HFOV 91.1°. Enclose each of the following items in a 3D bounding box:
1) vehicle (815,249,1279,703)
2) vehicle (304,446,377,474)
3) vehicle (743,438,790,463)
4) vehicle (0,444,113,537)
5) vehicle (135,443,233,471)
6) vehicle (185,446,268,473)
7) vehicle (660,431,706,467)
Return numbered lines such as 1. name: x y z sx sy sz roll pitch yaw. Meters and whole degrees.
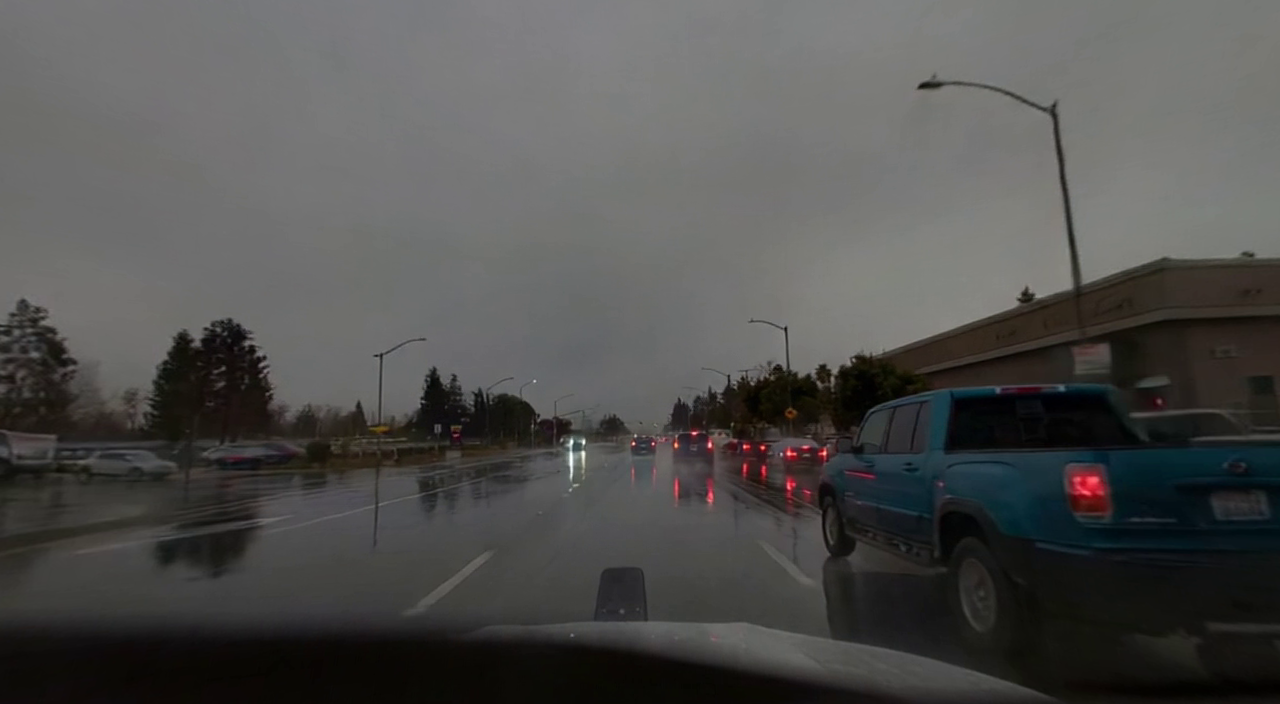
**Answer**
1. vehicle: 3.063 0.942 4.515 2.246 1.963 4.777 0 -8 0
2. vehicle: -17.147 6.199 36.234 1.962 1.496 4.431 0 -8 1
3. vehicle: 7.743 6.078 38.824 1.895 1.437 4.890 0 -8 0
4. vehicle: -11.277 2.215 9.978 1.942 1.473 4.506 0 -8 -1
5. vehicle: -27.051 6.241 37.521 1.929 1.537 5.124 0 -8 1
6. vehicle: -24.335 6.327 37.147 1.822 1.466 4.445 0 -8 1
7. vehicle: 2.347 5.454 35.506 2.317 1.857 5.150 0 -8 1
